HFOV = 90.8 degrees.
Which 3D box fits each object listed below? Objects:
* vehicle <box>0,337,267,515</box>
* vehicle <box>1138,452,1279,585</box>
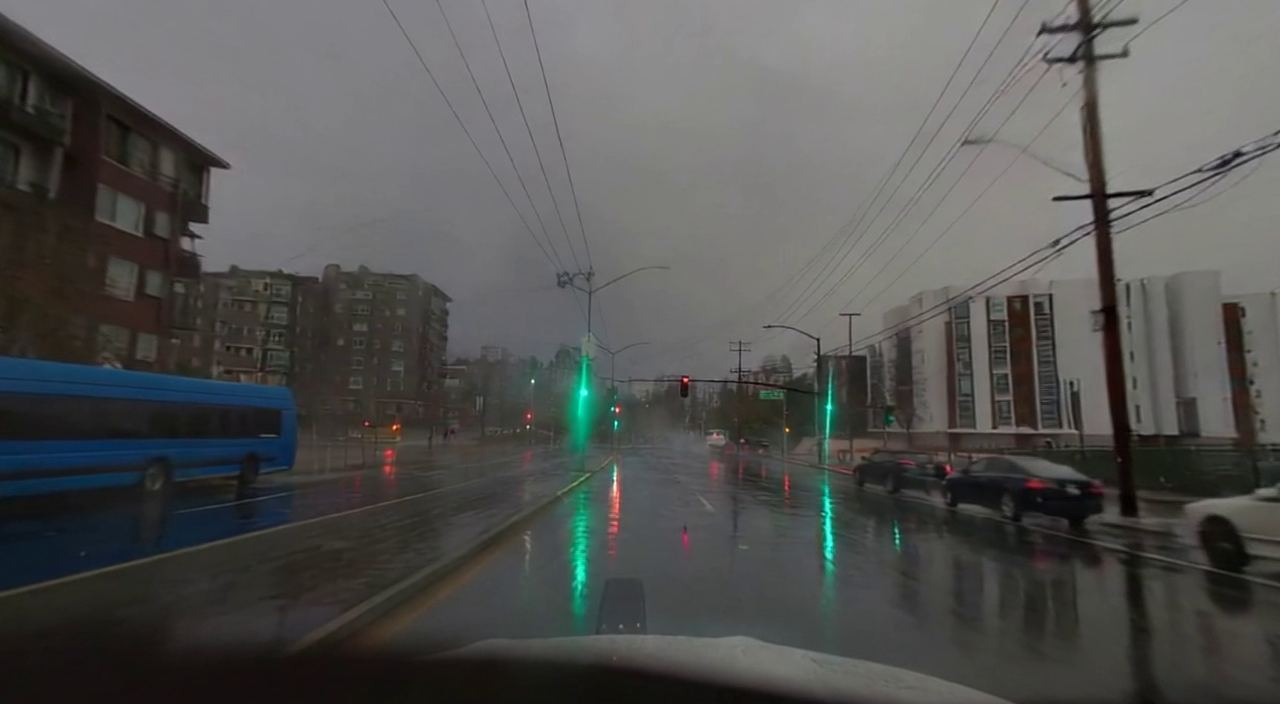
[{"bbox_3d":[-13.549,1.886,15.130,3.060,3.307,9.997,0,-9,0],"label":"vehicle"},{"bbox_3d":[8.248,1.858,6.859,1.914,1.473,4.507,0,-9,-1],"label":"vehicle"}]
